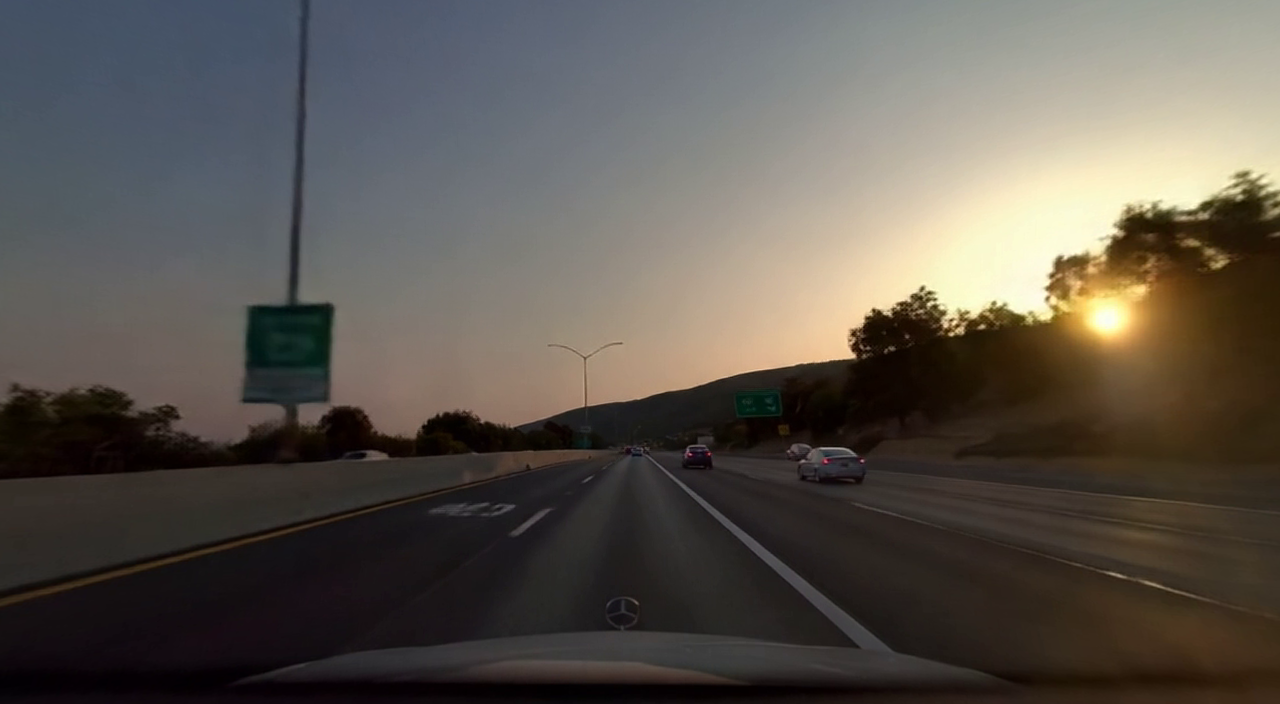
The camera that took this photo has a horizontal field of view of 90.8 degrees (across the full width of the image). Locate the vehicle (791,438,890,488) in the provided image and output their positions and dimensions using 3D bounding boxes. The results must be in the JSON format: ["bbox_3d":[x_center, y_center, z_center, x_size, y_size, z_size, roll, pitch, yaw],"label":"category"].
[{"bbox_3d":[6.728,3.753,21.698,2.038,1.528,3.910,0,-9,-1],"label":"vehicle"}]

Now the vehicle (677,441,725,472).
[{"bbox_3d":[3.254,5.632,34.386,2.056,1.553,4.320,0,-9,-1],"label":"vehicle"}]

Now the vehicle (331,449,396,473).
[{"bbox_3d":[-18.212,7.168,41.854,2.106,1.363,5.076,0,-8,-1],"label":"vehicle"}]
